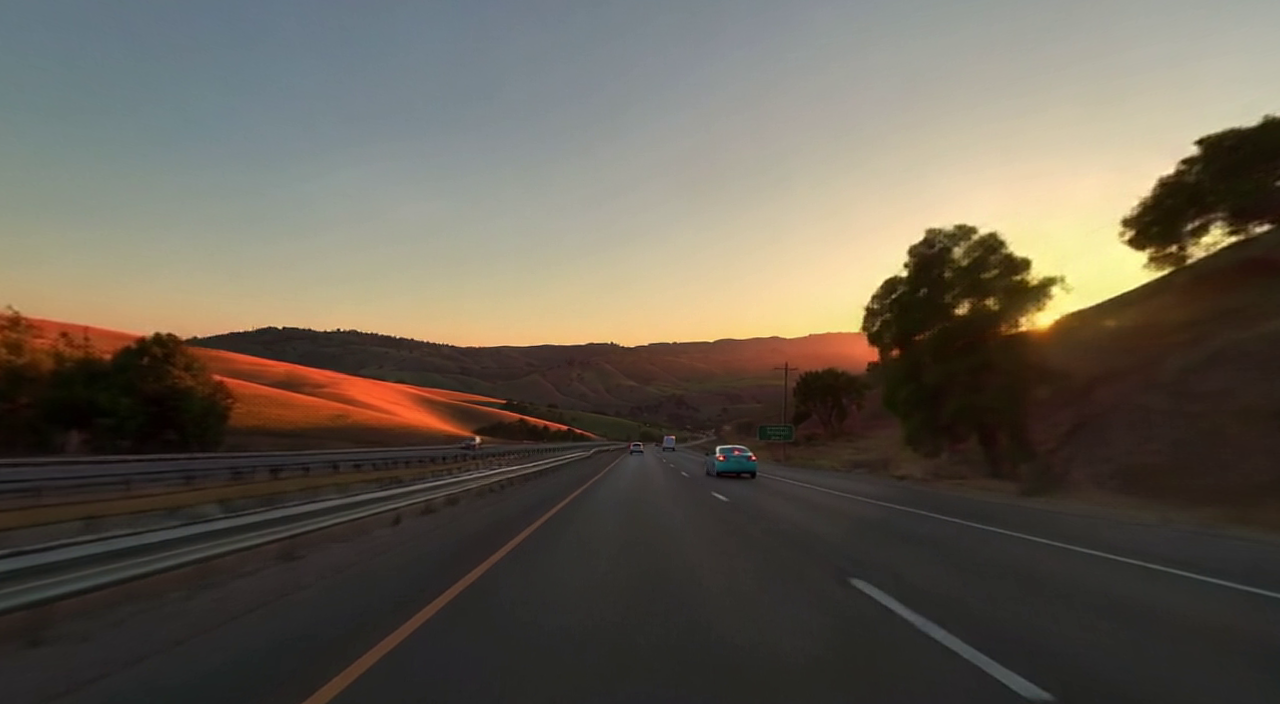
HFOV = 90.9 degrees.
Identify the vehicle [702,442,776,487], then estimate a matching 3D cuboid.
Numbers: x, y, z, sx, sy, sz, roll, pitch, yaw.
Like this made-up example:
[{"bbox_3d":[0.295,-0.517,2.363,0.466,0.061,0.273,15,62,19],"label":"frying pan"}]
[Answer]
[{"bbox_3d":[3.609,4.176,23.812,1.960,1.516,4.657,0,-8,-1],"label":"vehicle"}]
